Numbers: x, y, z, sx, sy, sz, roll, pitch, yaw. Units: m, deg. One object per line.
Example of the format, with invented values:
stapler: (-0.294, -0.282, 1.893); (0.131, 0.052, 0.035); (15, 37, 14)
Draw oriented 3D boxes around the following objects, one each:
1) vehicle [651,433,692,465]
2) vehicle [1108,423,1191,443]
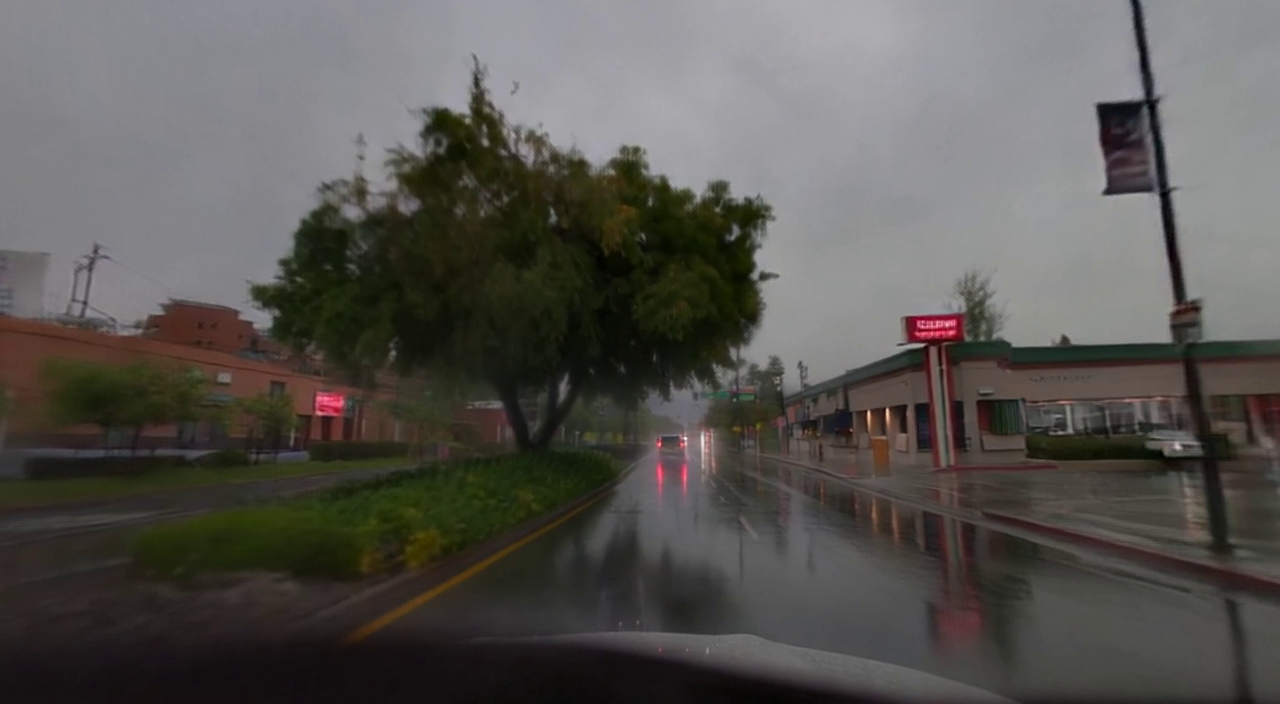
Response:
vehicle: (1.962, 5.844, 38.010); (2.235, 1.719, 4.292); (1, -8, 5)
vehicle: (39.442, 6.321, 48.802); (4.637, 1.477, 1.823); (-1, -8, 5)
